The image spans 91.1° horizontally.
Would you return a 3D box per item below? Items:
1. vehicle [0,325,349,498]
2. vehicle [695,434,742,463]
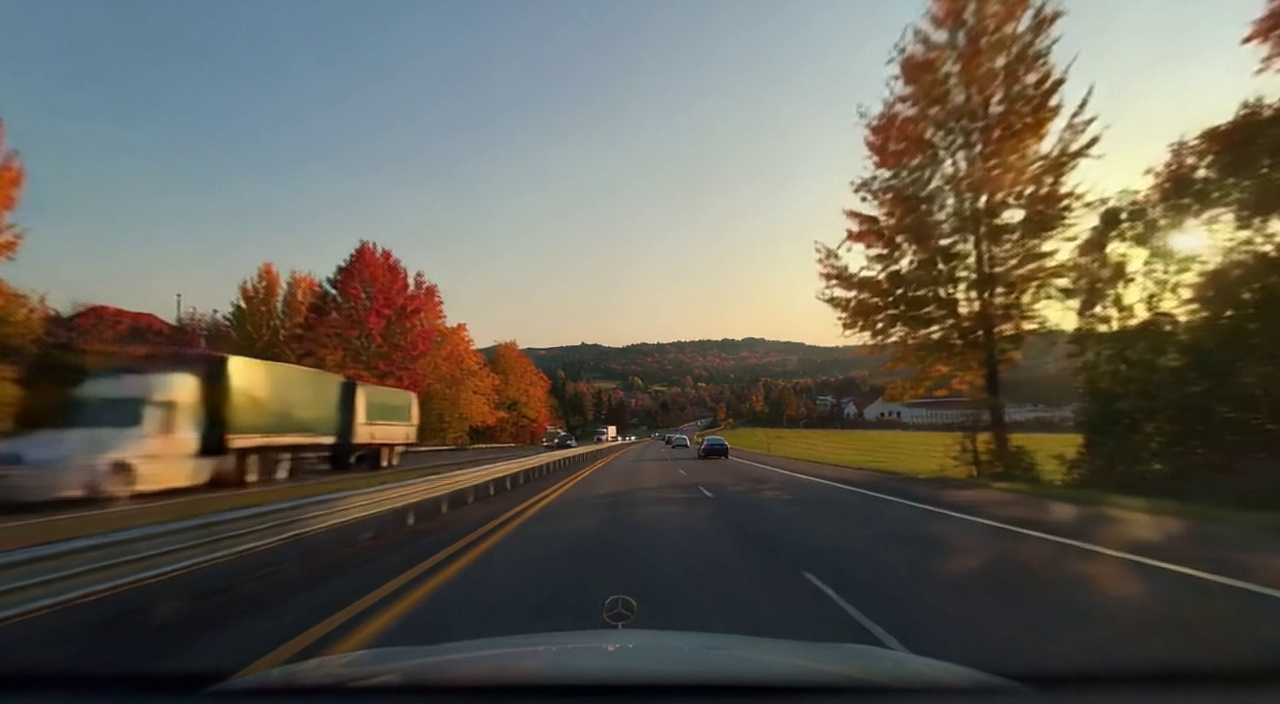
[{"bbox_3d":[-12.931,2.027,19.293,3.048,3.893,10.150,0,-8,0],"label":"vehicle"},{"bbox_3d":[4.280,5.328,34.823,2.024,1.516,4.197,0,-8,0],"label":"vehicle"}]
